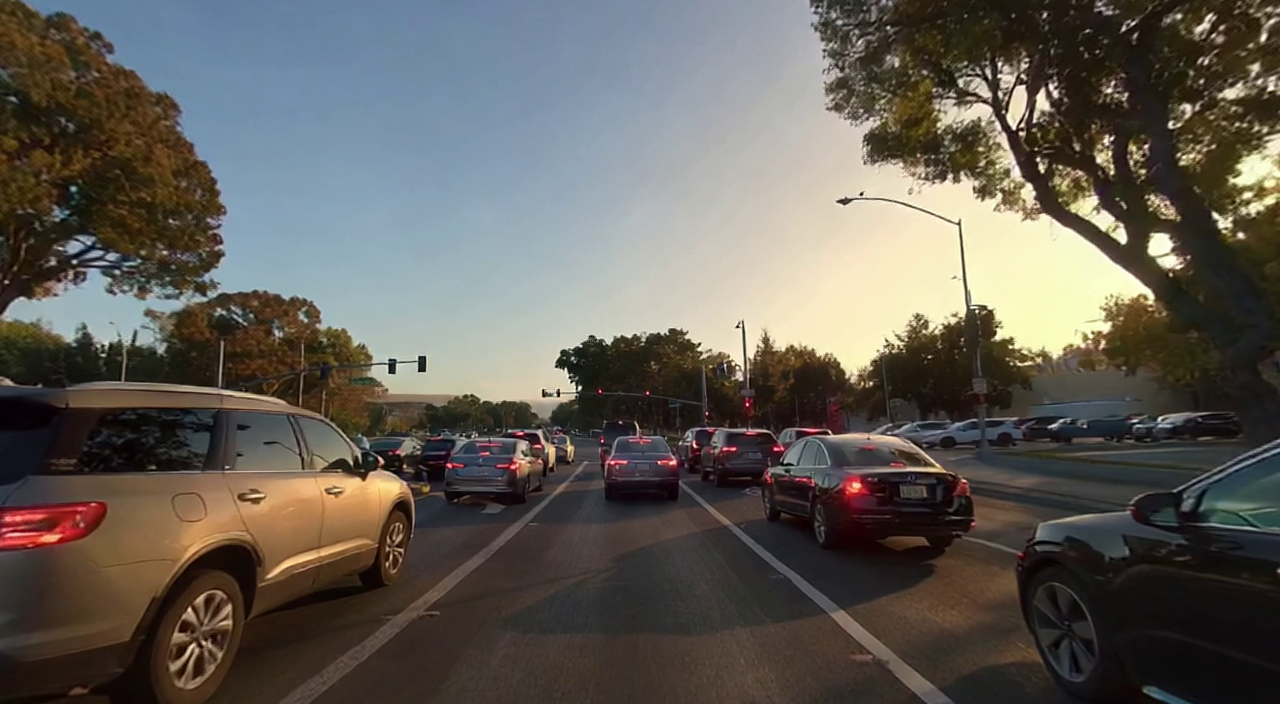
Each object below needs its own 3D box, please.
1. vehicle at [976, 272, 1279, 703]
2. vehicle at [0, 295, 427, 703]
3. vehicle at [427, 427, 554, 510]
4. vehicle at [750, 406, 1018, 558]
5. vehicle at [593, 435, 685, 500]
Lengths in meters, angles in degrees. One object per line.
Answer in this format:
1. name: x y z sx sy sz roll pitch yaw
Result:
1. vehicle: 3.344 0.561 1.672 2.111 1.839 4.857 0 -8 -1
2. vehicle: -3.227 1.012 4.209 2.079 1.756 4.676 0 -8 -2
3. vehicle: -3.135 2.531 14.128 1.896 1.546 4.378 0 -8 -2
4. vehicle: 3.129 1.771 9.311 2.074 1.685 4.387 0 -8 -2
5. vehicle: -0.088 2.866 16.024 2.076 1.438 3.770 0 -8 -2
